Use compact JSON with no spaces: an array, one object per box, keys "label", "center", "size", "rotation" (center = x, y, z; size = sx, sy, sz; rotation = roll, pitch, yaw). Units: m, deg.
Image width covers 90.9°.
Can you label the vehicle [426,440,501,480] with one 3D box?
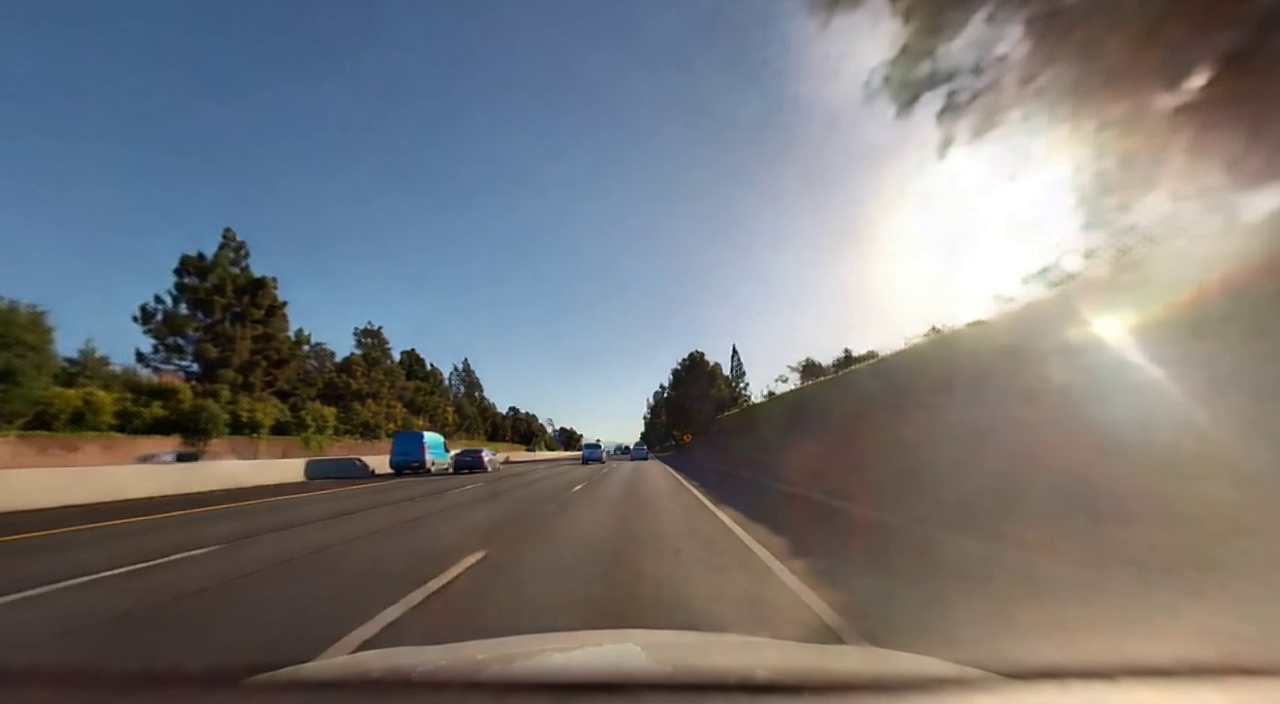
[{"label":"vehicle","center":[-7.544,4.637,27.320],"size":[2.014,1.598,4.015],"rotation":[0,-8,1]}]

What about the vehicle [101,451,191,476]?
[{"label":"vehicle","center":[-31.687,7.123,40.643],"size":[2.068,1.476,4.548],"rotation":[0,-8,0]}]

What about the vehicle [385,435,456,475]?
[{"label":"vehicle","center":[-11.016,5.202,32.067],"size":[1.977,1.870,4.525],"rotation":[0,-8,0]}]
